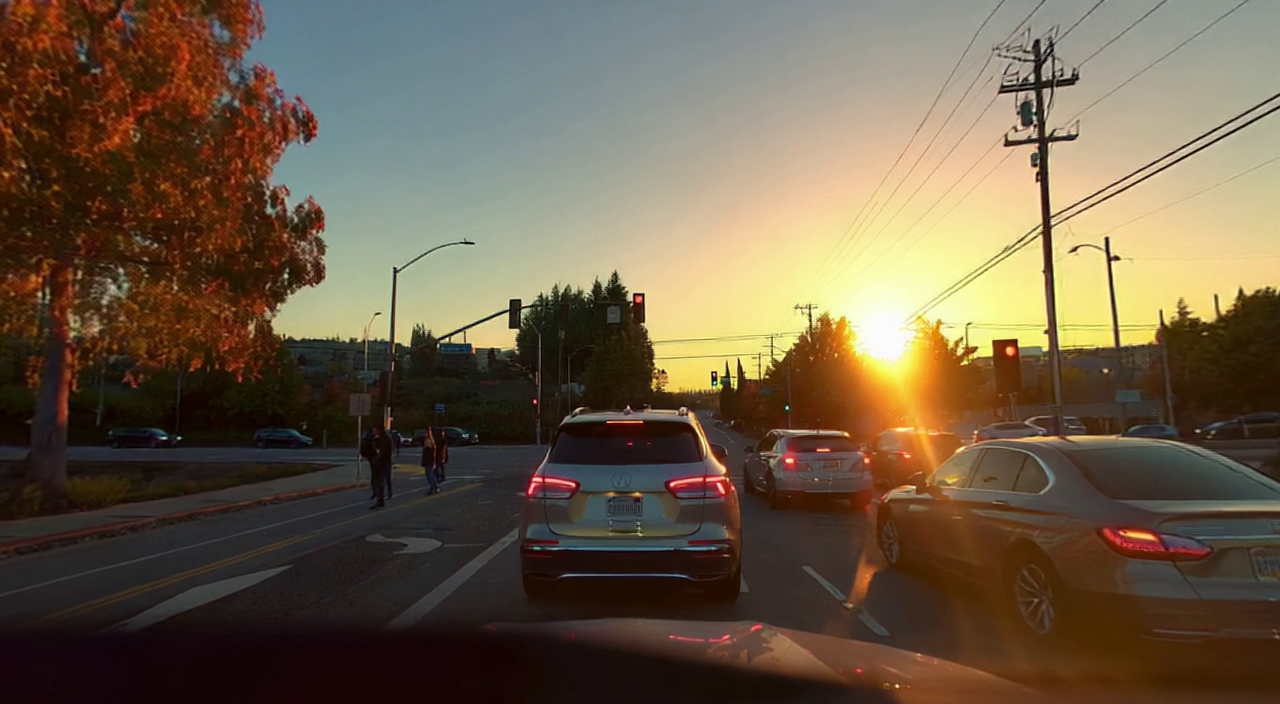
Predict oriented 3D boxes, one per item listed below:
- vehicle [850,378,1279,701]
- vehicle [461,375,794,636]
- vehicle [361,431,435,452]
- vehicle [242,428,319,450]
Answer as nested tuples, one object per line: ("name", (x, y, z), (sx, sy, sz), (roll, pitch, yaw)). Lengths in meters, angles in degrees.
("vehicle", (3.557, 1.298, 5.569), (1.948, 1.677, 4.437), (0, -8, 1))
("vehicle", (-0.132, 1.371, 6.630), (2.271, 1.786, 4.443), (0, -8, -1))
("vehicle", (-17.749, 6.559, 46.368), (4.607, 1.478, 1.995), (0, -8, 0))
("vehicle", (-26.832, 6.525, 47.219), (4.587, 1.639, 1.878), (0, -8, 0))
